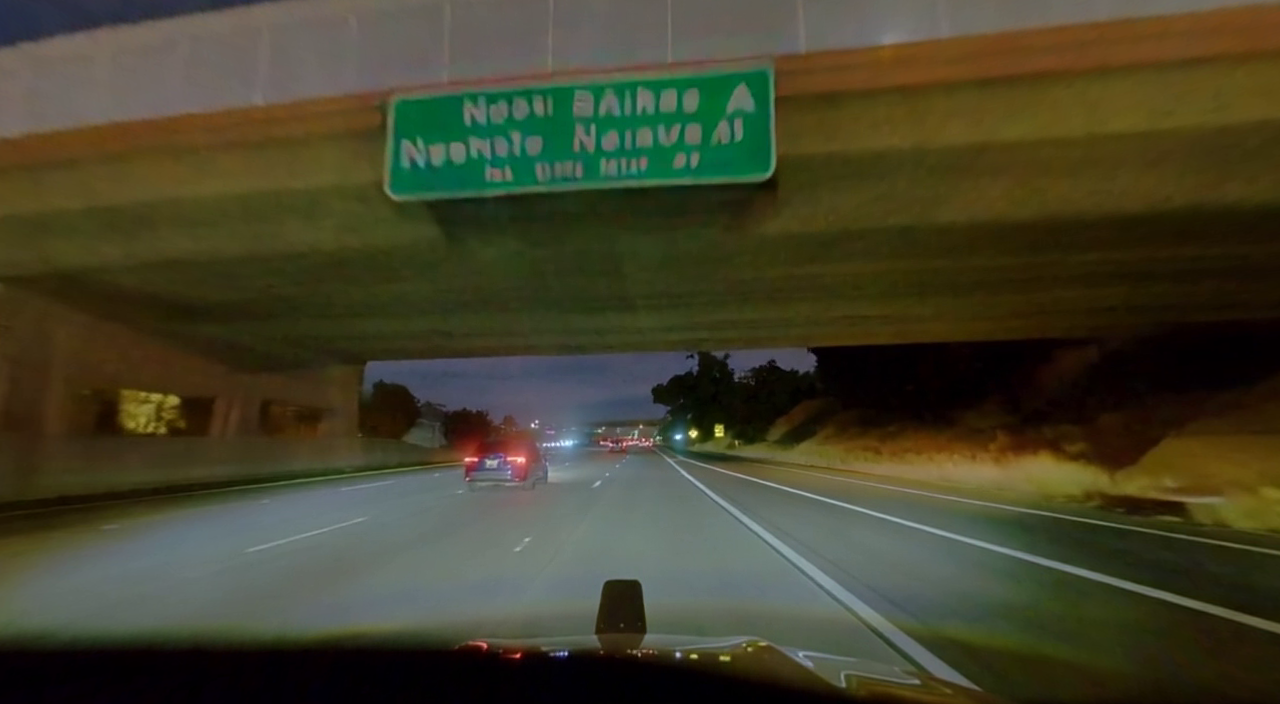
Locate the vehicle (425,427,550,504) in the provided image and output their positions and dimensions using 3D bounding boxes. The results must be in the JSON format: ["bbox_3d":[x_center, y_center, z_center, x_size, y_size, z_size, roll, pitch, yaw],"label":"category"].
[{"bbox_3d":[-3.710,2.860,16.234,2.048,1.705,4.384,0,-8,1],"label":"vehicle"}]

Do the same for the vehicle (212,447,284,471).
[{"bbox_3d":[-25.319,6.909,40.734,1.825,1.430,4.256,0,-8,2],"label":"vehicle"}]
